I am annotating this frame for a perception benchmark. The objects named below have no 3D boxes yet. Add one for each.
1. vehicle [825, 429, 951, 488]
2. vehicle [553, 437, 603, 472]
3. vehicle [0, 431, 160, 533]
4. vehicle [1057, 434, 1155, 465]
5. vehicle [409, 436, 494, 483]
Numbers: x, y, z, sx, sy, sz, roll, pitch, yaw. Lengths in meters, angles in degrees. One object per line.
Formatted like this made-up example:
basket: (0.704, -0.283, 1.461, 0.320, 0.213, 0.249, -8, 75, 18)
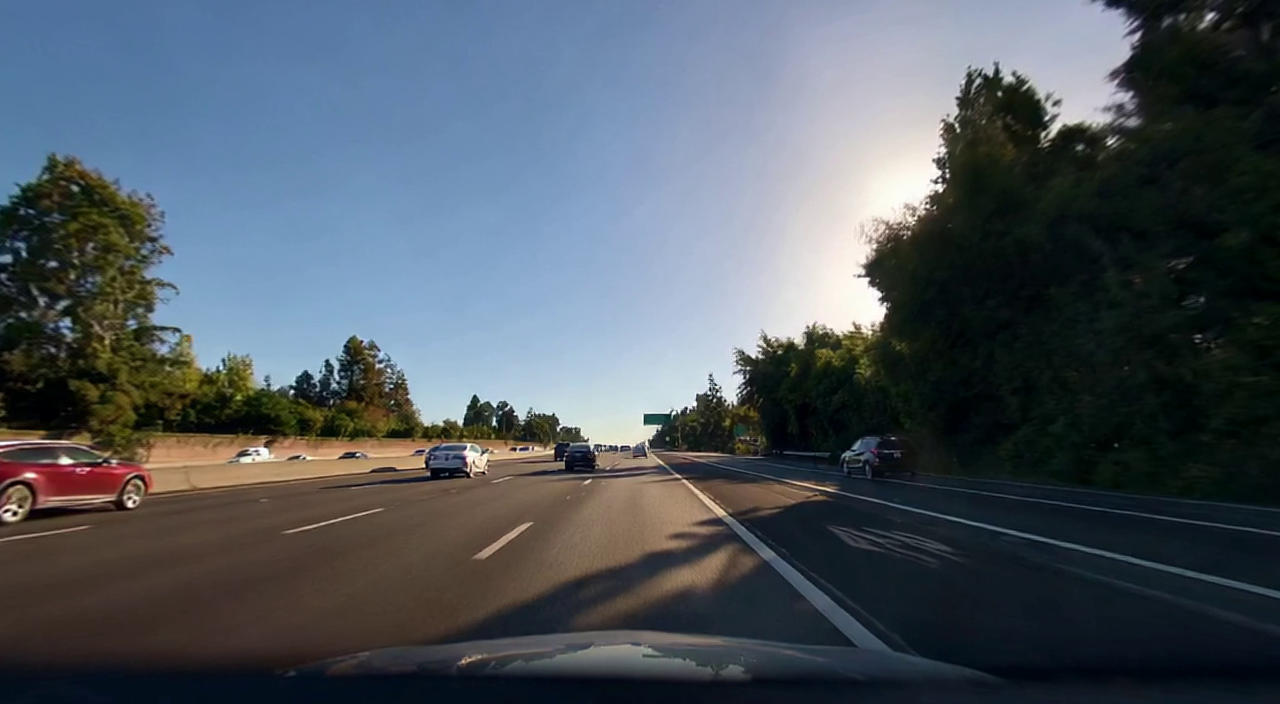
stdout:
vehicle: (8.464, 3.715, 22.117, 2.259, 1.816, 4.862, 0, -9, -2)
vehicle: (-3.614, 6.142, 37.827, 2.288, 1.962, 5.119, 0, -9, 2)
vehicle: (-11.322, 2.271, 11.317, 1.958, 1.633, 4.302, 0, -9, 0)
vehicle: (28.502, 6.001, 38.751, 2.051, 1.728, 4.927, 0, -9, -3)
vehicle: (-7.647, 4.412, 26.007, 2.087, 1.755, 4.457, 0, -9, 0)
